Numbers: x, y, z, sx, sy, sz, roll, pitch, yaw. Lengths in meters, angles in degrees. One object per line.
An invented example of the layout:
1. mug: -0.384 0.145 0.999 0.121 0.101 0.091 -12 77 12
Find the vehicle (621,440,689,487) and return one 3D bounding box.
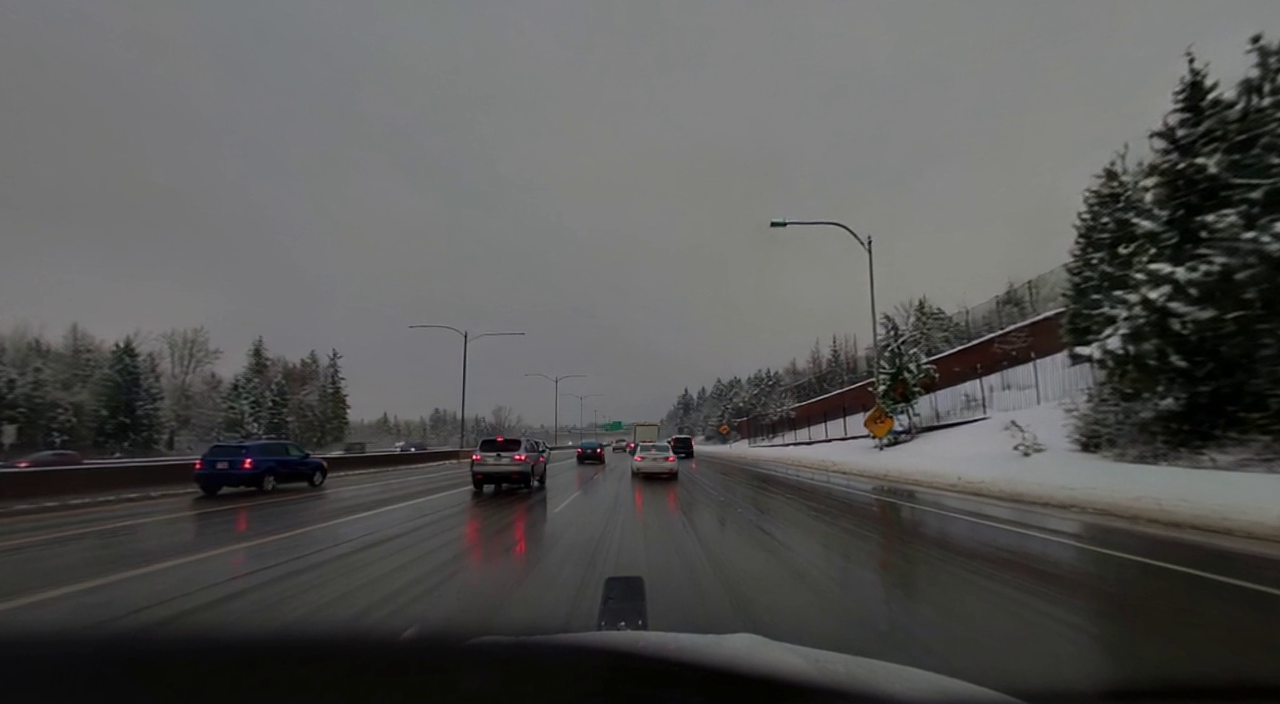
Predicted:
1. vehicle: 0.463 3.718 21.359 2.054 1.421 4.090 0 -8 0

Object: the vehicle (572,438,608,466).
1. vehicle: -3.120 6.346 40.074 1.897 1.646 4.049 0 -8 1

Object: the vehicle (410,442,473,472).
1. vehicle: -10.767 5.708 34.582 1.902 1.478 4.505 0 -8 1

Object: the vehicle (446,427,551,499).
1. vehicle: -3.743 3.014 17.524 1.903 1.721 4.210 0 -8 1

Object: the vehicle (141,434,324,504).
1. vehicle: -10.593 3.047 16.881 1.941 1.602 4.277 0 -8 2

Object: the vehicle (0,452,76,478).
1. vehicle: -36.124 6.726 37.645 1.541 1.414 3.511 0 -8 1
